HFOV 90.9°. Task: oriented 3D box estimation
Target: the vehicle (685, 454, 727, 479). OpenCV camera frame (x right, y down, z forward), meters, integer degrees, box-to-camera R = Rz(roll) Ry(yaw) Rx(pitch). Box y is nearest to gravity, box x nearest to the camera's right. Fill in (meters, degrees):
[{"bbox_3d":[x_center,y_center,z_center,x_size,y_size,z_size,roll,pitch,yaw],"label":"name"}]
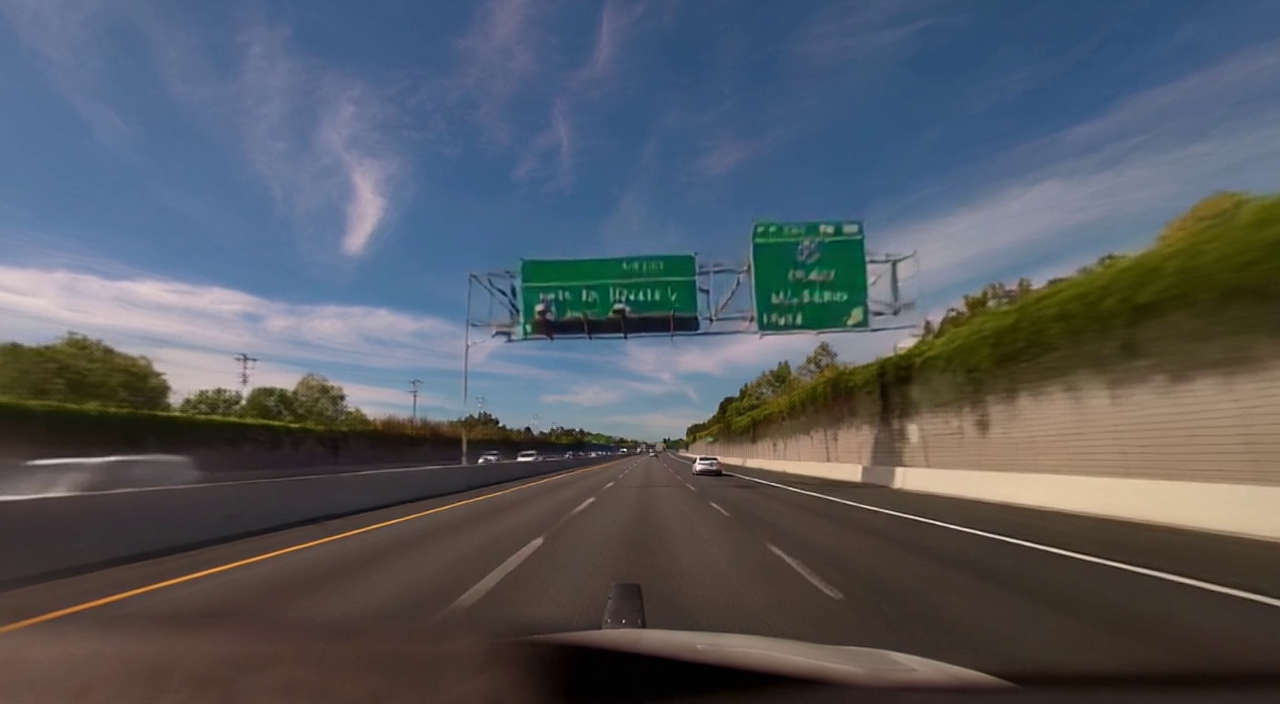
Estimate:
[{"bbox_3d":[3.860,6.799,37.569,2.065,1.400,4.028,0,-9,0],"label":"vehicle"}]
